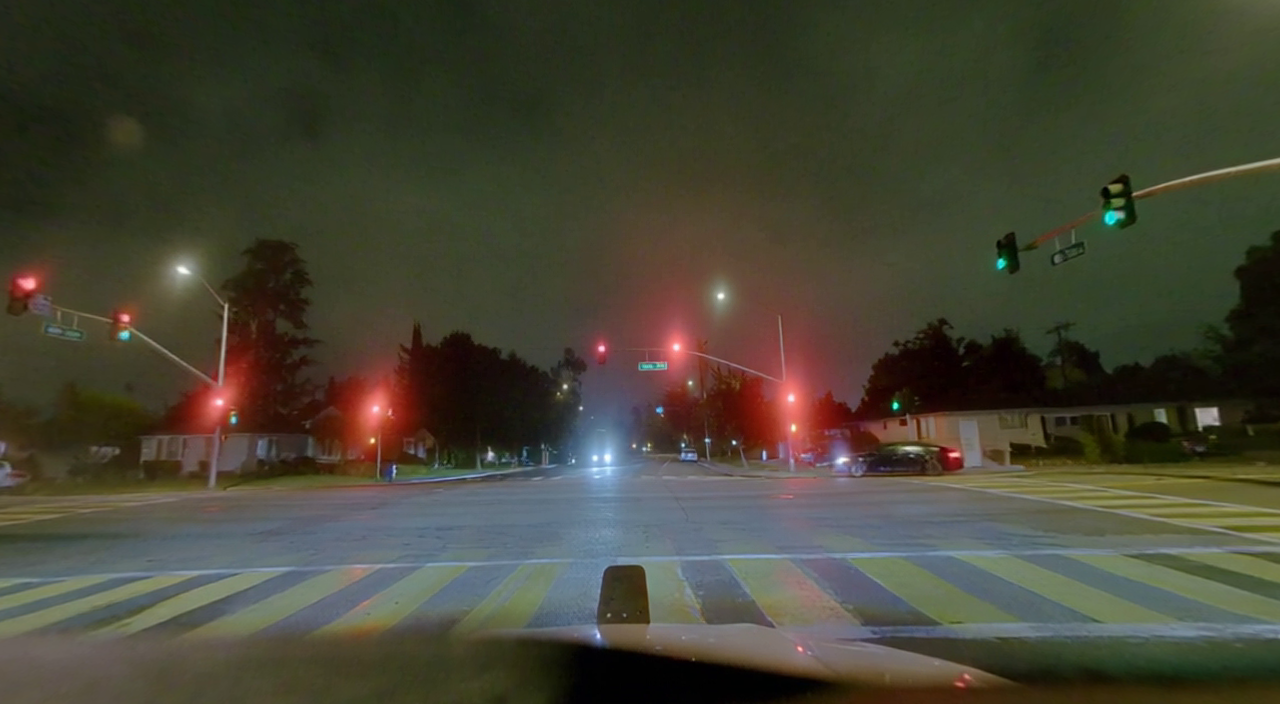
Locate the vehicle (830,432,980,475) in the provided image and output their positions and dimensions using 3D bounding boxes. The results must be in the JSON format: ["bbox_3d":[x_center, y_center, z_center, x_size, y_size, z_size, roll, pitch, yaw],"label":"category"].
[{"bbox_3d":[9.477,3.645,22.795,4.562,1.460,1.822,0,-8,-1],"label":"vehicle"}]
